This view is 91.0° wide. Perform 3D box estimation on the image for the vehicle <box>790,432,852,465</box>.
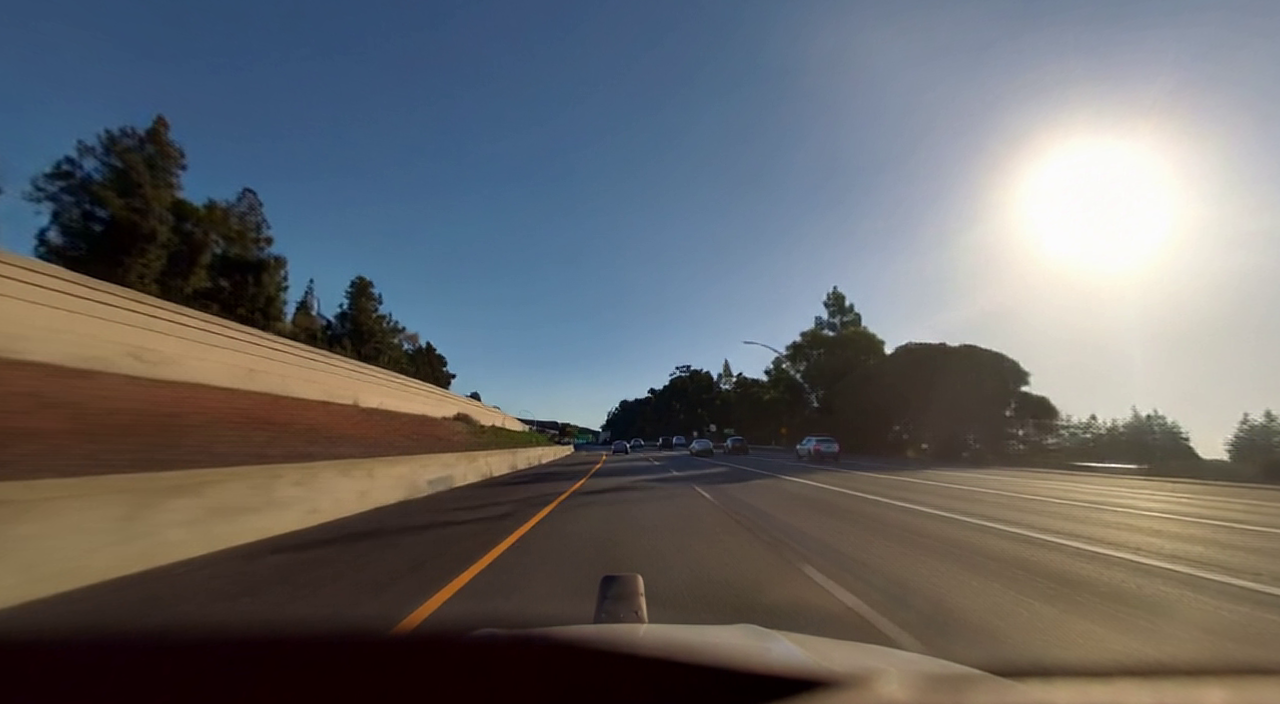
[{"bbox_3d":[10.235,5.508,35.993,2.077,1.763,4.472,0,-8,-2],"label":"vehicle"}]
